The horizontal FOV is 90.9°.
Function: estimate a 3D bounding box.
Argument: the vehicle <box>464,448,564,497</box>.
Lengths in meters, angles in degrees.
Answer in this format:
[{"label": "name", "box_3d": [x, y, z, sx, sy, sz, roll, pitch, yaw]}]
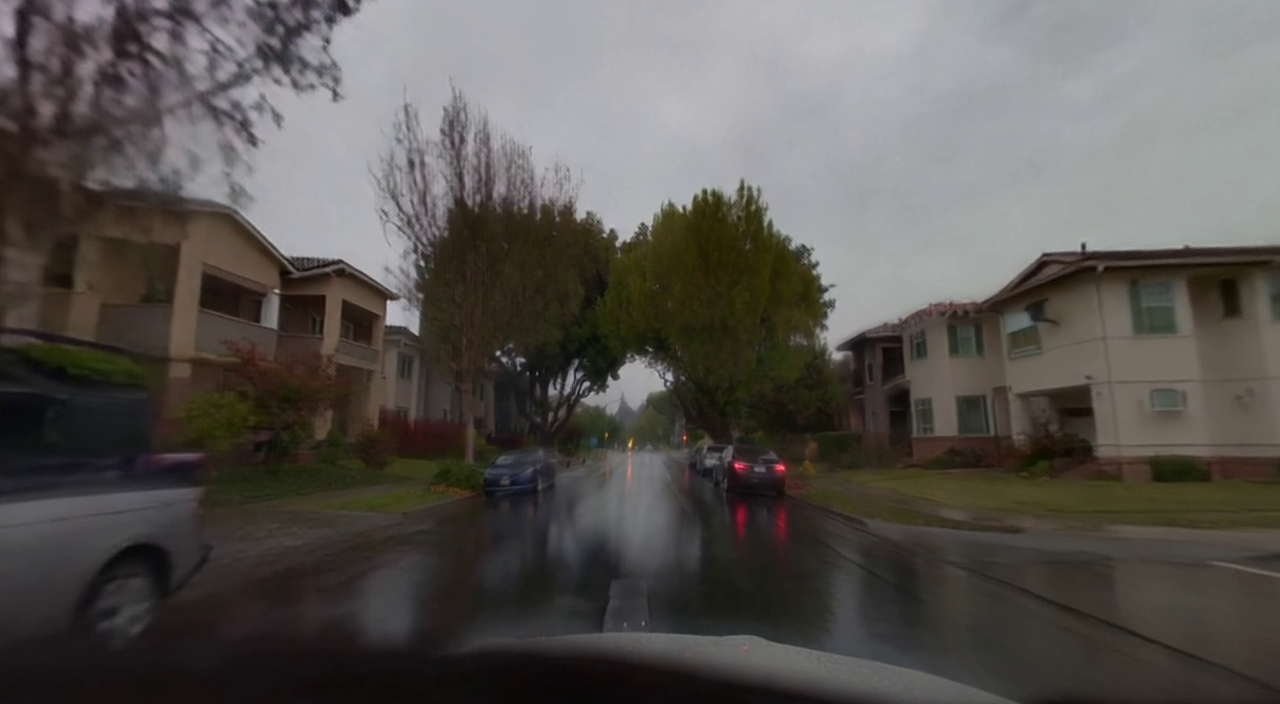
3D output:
[{"label": "vehicle", "box_3d": [-3.714, 3.629, 19.393, 1.995, 1.330, 4.080, -1, -9, 4]}]

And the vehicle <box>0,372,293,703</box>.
[{"label": "vehicle", "box_3d": [-4.194, 1.029, 3.495, 2.108, 1.686, 4.129, -1, -8, 1]}]

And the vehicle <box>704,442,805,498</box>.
[{"label": "vehicle", "box_3d": [3.256, 3.487, 19.128, 2.000, 1.456, 5.251, 0, -9, -1]}]
